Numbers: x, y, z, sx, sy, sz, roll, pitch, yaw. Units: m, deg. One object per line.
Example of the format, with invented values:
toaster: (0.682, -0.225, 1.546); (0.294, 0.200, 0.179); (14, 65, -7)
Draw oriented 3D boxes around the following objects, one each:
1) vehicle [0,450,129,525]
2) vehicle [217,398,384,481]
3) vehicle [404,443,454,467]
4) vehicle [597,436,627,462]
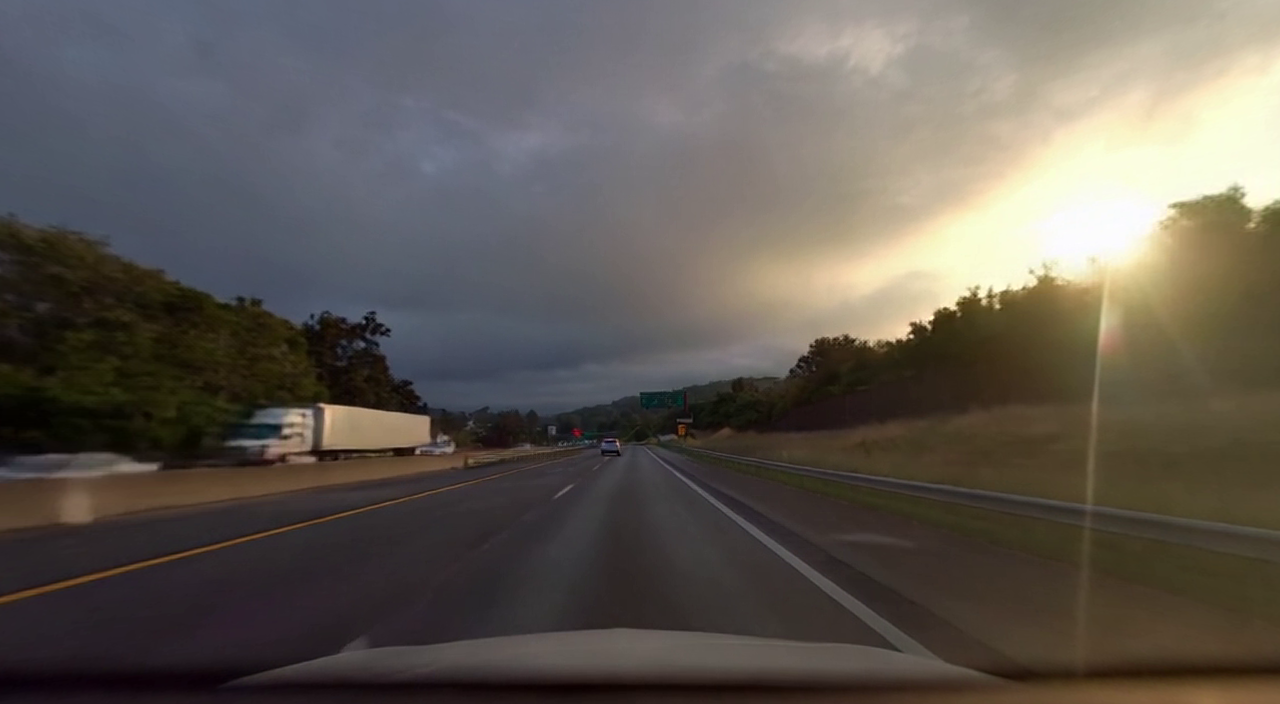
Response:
vehicle: (-14.000, 2.910, 13.697); (1.943, 1.482, 4.627); (0, -8, -1)
vehicle: (-17.765, 4.794, 34.324); (2.954, 3.783, 11.120); (0, -8, 0)
vehicle: (-14.060, 6.867, 42.132); (1.863, 1.472, 4.334); (0, -8, 0)
vehicle: (-2.091, 7.269, 47.469); (2.188, 1.825, 4.282); (0, -8, -2)
